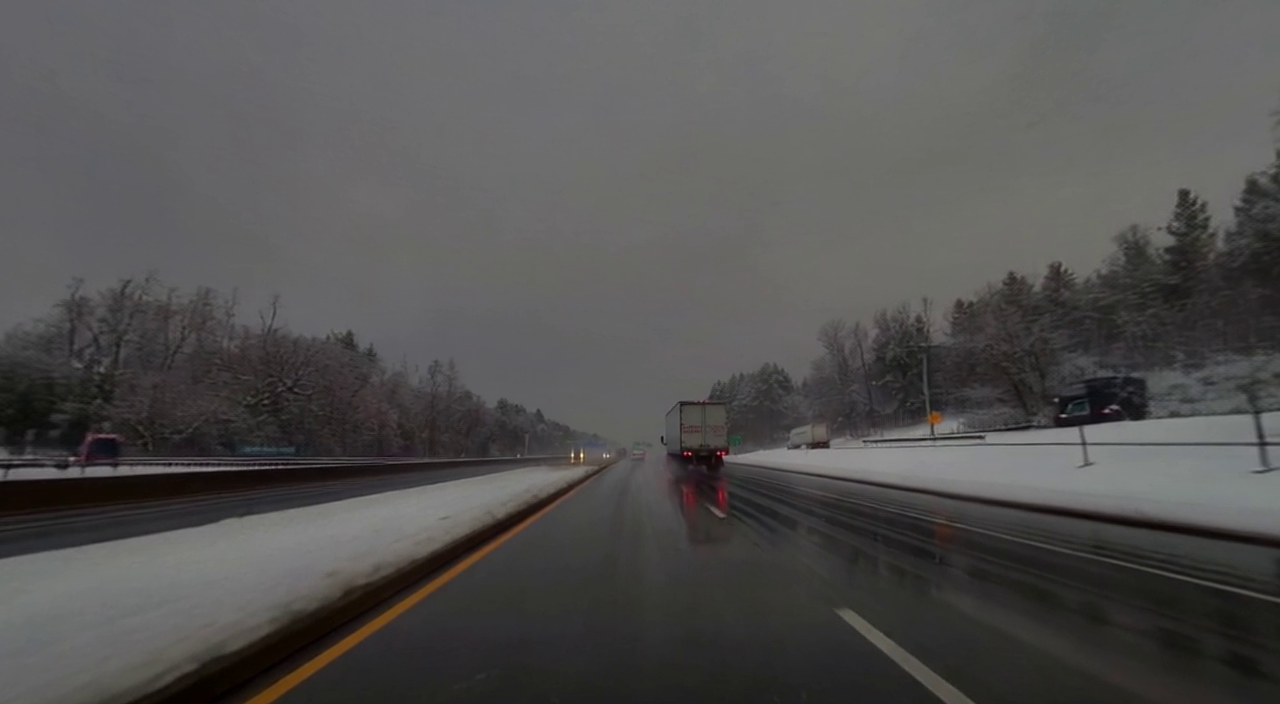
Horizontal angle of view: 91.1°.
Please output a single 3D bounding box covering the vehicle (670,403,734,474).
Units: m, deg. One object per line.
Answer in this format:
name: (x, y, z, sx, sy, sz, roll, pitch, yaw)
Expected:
vehicle: (3.946, 6.092, 43.527, 3.185, 4.154, 12.638, 0, -9, 0)
